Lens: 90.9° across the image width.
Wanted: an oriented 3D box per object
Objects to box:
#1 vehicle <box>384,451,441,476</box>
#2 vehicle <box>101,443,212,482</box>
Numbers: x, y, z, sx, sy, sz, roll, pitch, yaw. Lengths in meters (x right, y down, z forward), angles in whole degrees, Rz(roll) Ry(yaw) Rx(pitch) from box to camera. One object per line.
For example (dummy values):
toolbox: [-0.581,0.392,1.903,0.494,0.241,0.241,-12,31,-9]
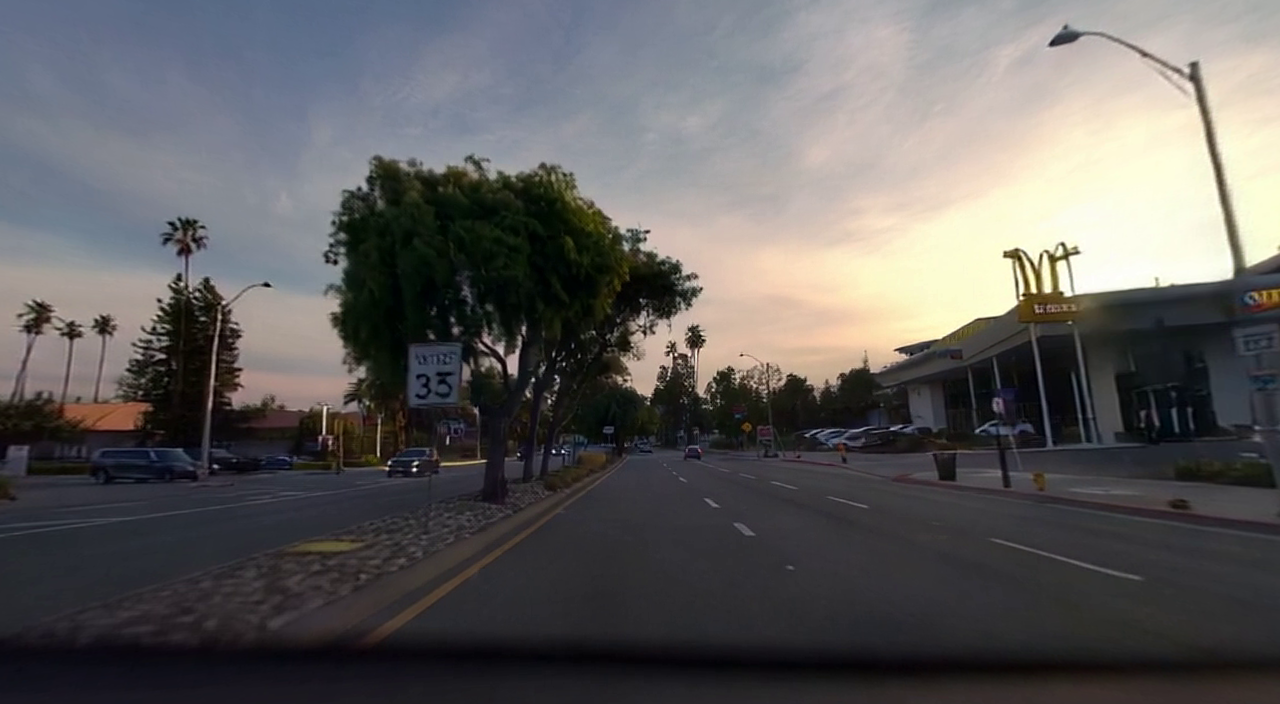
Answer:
vehicle: [-16.511,8.101,46.099,2.167,1.622,5.184,0,-8,0]
vehicle: [-32.417,7.559,42.617,2.415,2.234,6.082,-2,-12,2]
